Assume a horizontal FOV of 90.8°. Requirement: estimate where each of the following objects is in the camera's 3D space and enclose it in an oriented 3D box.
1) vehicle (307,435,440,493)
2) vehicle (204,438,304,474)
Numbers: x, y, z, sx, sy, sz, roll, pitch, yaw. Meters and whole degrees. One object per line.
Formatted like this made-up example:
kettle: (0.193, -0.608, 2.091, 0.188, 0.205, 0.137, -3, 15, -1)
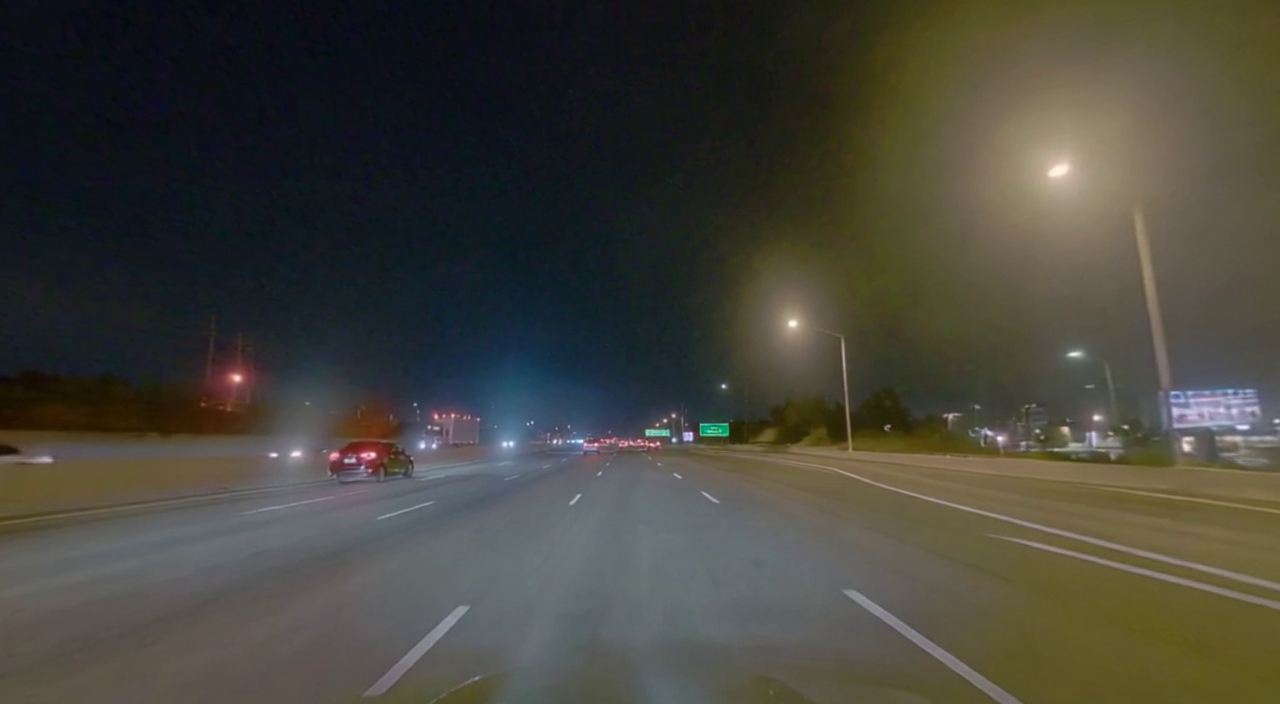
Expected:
vehicle: (-7.803, 3.322, 19.086, 2.060, 1.507, 4.494, 0, -9, 0)
vehicle: (-19.130, 5.165, 31.615, 2.092, 1.657, 4.704, 0, -9, -1)
